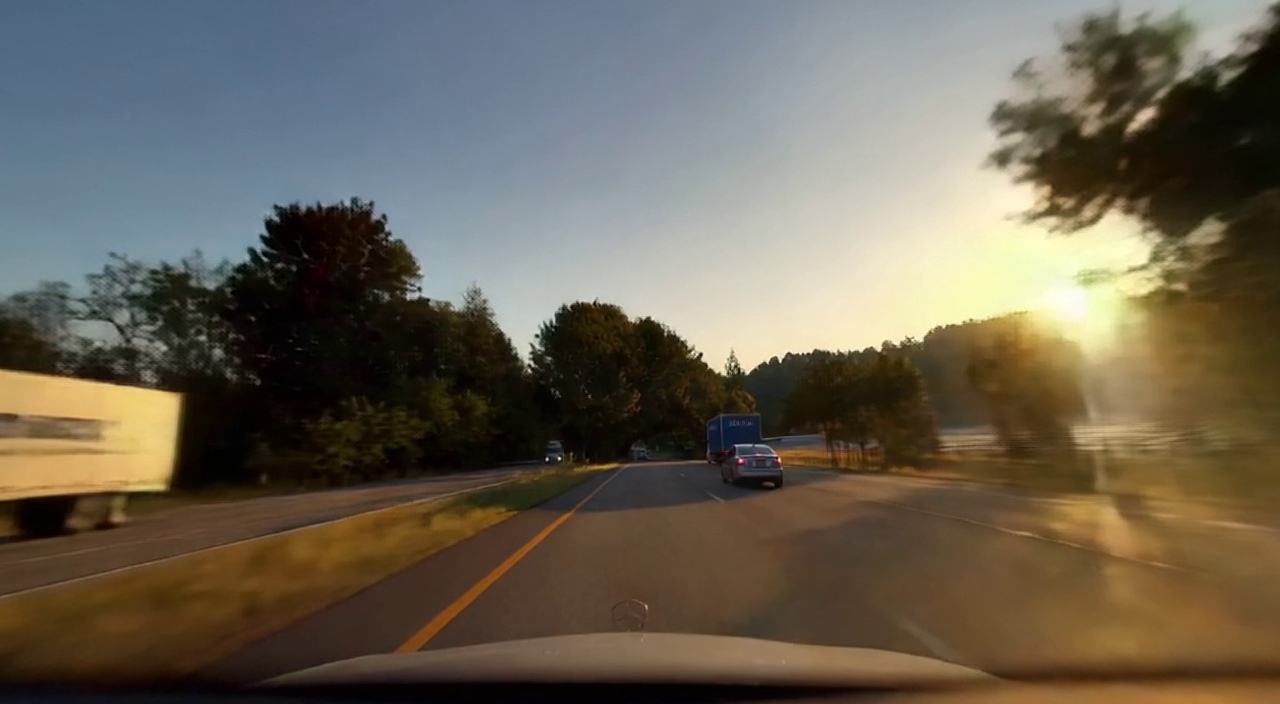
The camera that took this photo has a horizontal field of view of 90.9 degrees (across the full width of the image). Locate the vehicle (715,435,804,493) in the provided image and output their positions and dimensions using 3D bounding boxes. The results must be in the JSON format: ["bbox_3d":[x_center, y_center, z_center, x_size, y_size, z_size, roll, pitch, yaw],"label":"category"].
[{"bbox_3d":[3.904,3.762,21.394,2.093,1.742,4.167,0,-9,-1],"label":"vehicle"}]

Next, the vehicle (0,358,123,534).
[{"bbox_3d":[-15.520,1.446,9.848,2.934,3.806,14.208,0,-9,0],"label":"vehicle"}]
